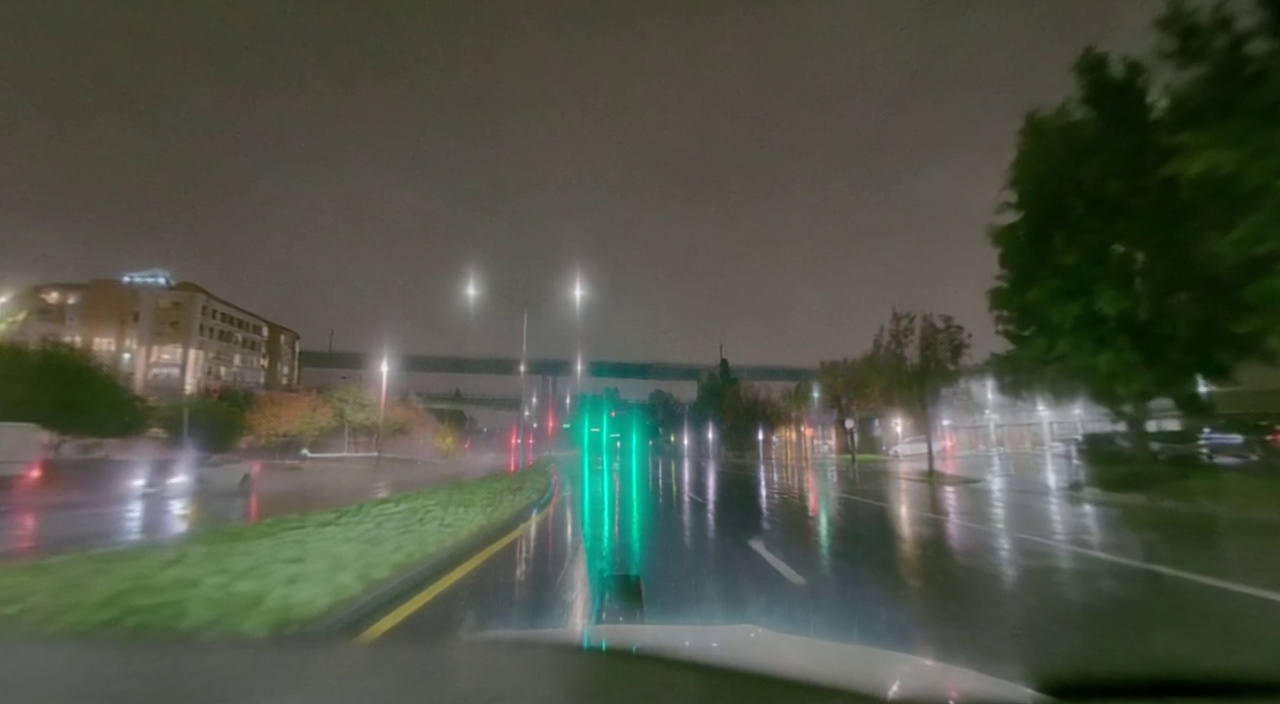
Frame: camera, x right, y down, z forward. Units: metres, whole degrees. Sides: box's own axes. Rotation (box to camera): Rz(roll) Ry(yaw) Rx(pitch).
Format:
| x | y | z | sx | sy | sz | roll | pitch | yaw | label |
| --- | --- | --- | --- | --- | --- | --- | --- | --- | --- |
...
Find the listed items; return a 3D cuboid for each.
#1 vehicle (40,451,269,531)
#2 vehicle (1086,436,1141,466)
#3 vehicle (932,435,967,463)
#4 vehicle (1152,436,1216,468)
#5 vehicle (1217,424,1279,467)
| x | y | z | sx | sy | sz | roll | pitch | yaw | label |
| --- | --- | --- | --- | --- | --- | --- | --- | --- | --- |
| -11.199 | 3.174 | 15.133 | 2.032 | 1.480 | 4.591 | 0 | -8 | -3 | vehicle |
| 24.397 | 5.055 | 32.466 | 1.910 | 1.415 | 4.383 | -7 | -10 | 39 | vehicle |
| 23.664 | 7.453 | 48.429 | 2.177 | 1.983 | 5.217 | -3 | -10 | 24 | vehicle |
| 26.612 | 4.861 | 30.860 | 1.928 | 1.437 | 3.935 | -8 | -11 | 44 | vehicle |
| 28.478 | 4.274 | 28.927 | 4.634 | 1.789 | 2.149 | 6 | -10 | -38 | vehicle |
